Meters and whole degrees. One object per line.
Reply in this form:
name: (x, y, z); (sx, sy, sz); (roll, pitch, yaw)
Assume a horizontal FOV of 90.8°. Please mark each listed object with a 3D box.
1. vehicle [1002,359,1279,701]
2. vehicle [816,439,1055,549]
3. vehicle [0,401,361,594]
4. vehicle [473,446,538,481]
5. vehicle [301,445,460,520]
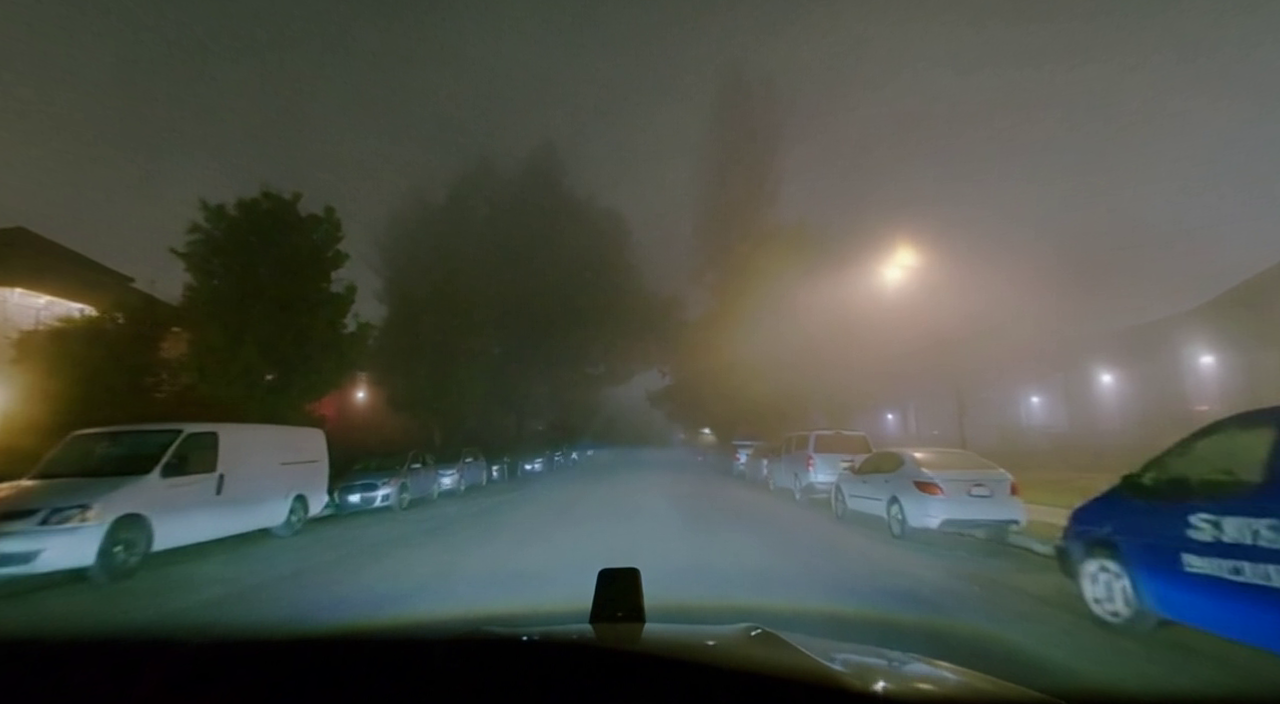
vehicle: (4.429, 0.961, 3.430); (1.985, 1.819, 5.163); (0, -8, 2)
vehicle: (4.566, 2.224, 10.687); (1.811, 1.439, 4.521); (0, -8, -1)
vehicle: (-6.685, 1.948, 9.602); (2.085, 1.997, 5.755); (-2, -8, 2)
vehicle: (-6.182, 5.151, 29.637); (1.869, 1.467, 4.921); (-1, -8, 2)
vehicle: (-6.265, 3.157, 15.978); (1.840, 1.476, 4.739); (-2, -8, 3)
